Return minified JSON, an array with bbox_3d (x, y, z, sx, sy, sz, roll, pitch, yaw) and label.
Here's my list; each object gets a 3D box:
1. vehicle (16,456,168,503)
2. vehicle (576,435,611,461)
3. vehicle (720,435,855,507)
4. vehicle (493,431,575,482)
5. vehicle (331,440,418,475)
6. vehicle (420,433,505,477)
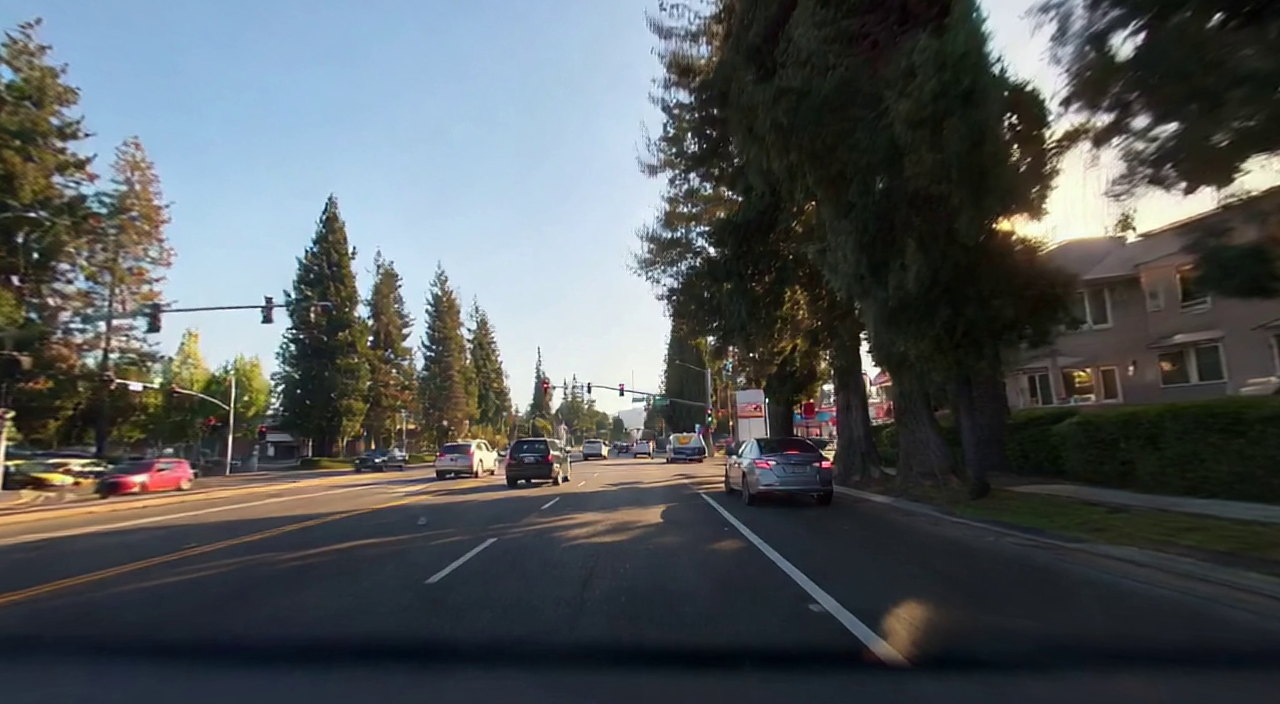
[{"bbox_3d":[-22.707,5.251,26.468,1.887,1.673,4.985,0,-8,0],"label":"vehicle"},{"bbox_3d":[-3.360,7.040,46.125,2.126,1.810,4.414,0,-8,1],"label":"vehicle"},{"bbox_3d":[3.348,2.802,15.405,2.095,1.475,4.686,0,-8,-1],"label":"vehicle"},{"bbox_3d":[-3.812,3.855,23.545,2.250,1.713,4.422,0,-8,1],"label":"vehicle"},{"bbox_3d":[-15.515,6.202,37.291,2.486,1.876,5.659,0,-8,3],"label":"vehicle"},{"bbox_3d":[-7.721,4.533,28.091,2.224,1.747,5.274,0,-8,0],"label":"vehicle"}]
